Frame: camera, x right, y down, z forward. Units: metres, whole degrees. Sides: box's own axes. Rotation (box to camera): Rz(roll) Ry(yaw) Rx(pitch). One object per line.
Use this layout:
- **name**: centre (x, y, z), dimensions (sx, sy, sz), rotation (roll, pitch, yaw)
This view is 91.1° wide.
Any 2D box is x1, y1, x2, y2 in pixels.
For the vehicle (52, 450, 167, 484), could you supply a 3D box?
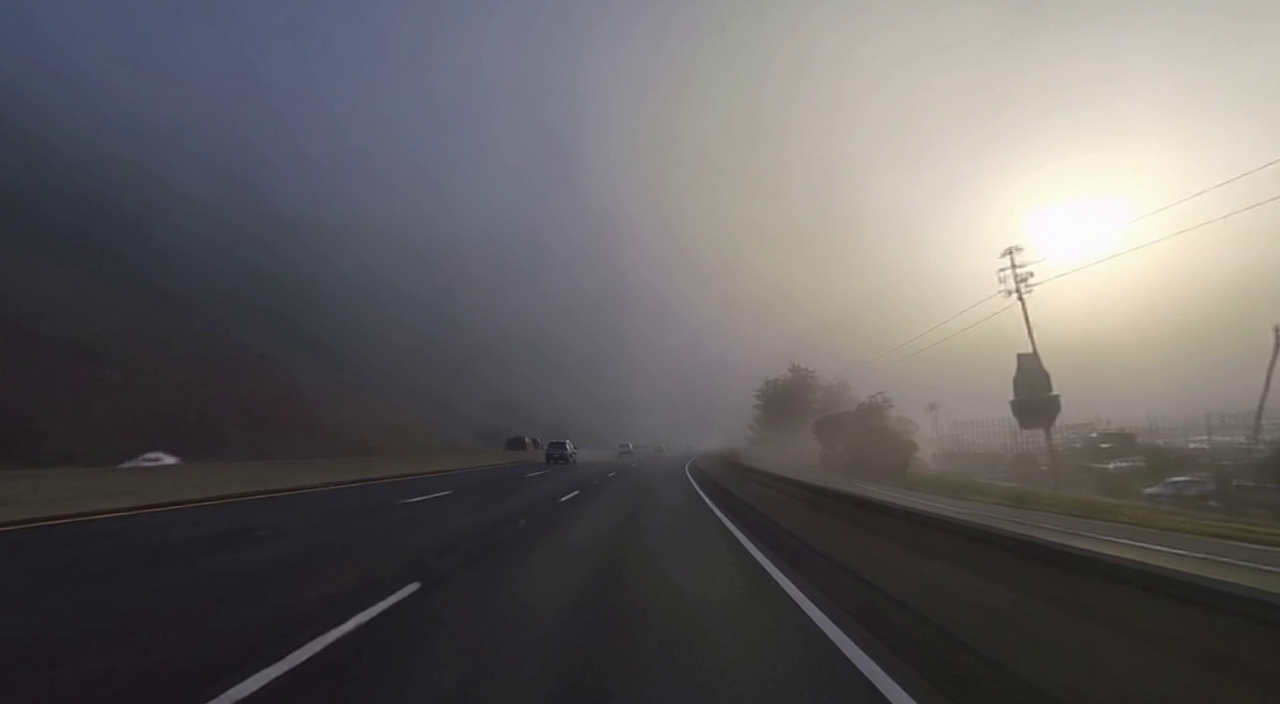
- **vehicle**: centre (-26.597, 5.754, 31.707), dimensions (1.754, 1.512, 4.349), rotation (-1, -9, 5)

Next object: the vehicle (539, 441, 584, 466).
- **vehicle**: centre (-5.084, 6.629, 41.204), dimensions (2.010, 1.489, 4.456), rotation (-1, -9, 5)

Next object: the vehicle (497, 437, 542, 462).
- **vehicle**: centre (-8.866, 7.252, 46.650), dimensions (2.063, 1.743, 4.392), rotation (-1, -9, 6)
